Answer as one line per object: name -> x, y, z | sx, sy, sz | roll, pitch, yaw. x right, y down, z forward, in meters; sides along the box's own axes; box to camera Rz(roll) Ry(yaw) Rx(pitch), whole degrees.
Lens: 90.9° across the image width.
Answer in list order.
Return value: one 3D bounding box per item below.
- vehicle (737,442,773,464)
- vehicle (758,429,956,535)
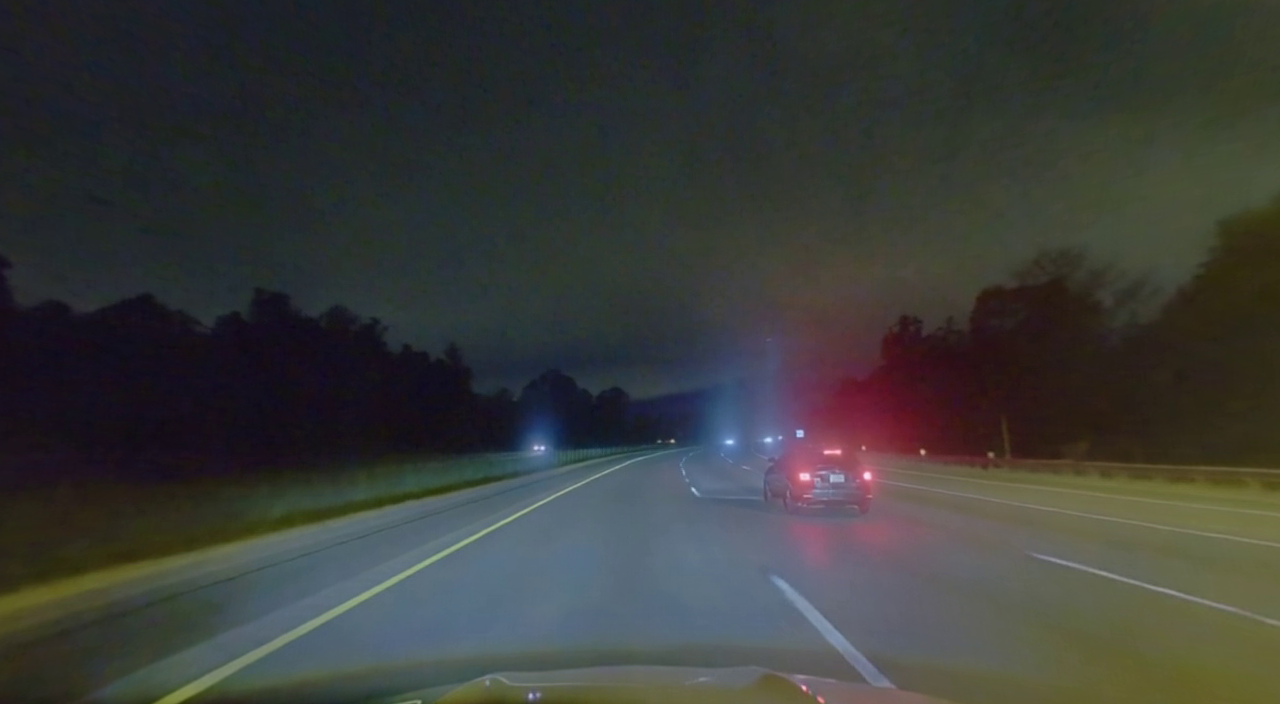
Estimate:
vehicle -> 8.216, 7.258, 45.388 | 1.924, 1.479, 4.054 | -1, -8, 2
vehicle -> 3.645, 2.268, 11.616 | 2.050, 1.546, 4.344 | 0, -8, -1
